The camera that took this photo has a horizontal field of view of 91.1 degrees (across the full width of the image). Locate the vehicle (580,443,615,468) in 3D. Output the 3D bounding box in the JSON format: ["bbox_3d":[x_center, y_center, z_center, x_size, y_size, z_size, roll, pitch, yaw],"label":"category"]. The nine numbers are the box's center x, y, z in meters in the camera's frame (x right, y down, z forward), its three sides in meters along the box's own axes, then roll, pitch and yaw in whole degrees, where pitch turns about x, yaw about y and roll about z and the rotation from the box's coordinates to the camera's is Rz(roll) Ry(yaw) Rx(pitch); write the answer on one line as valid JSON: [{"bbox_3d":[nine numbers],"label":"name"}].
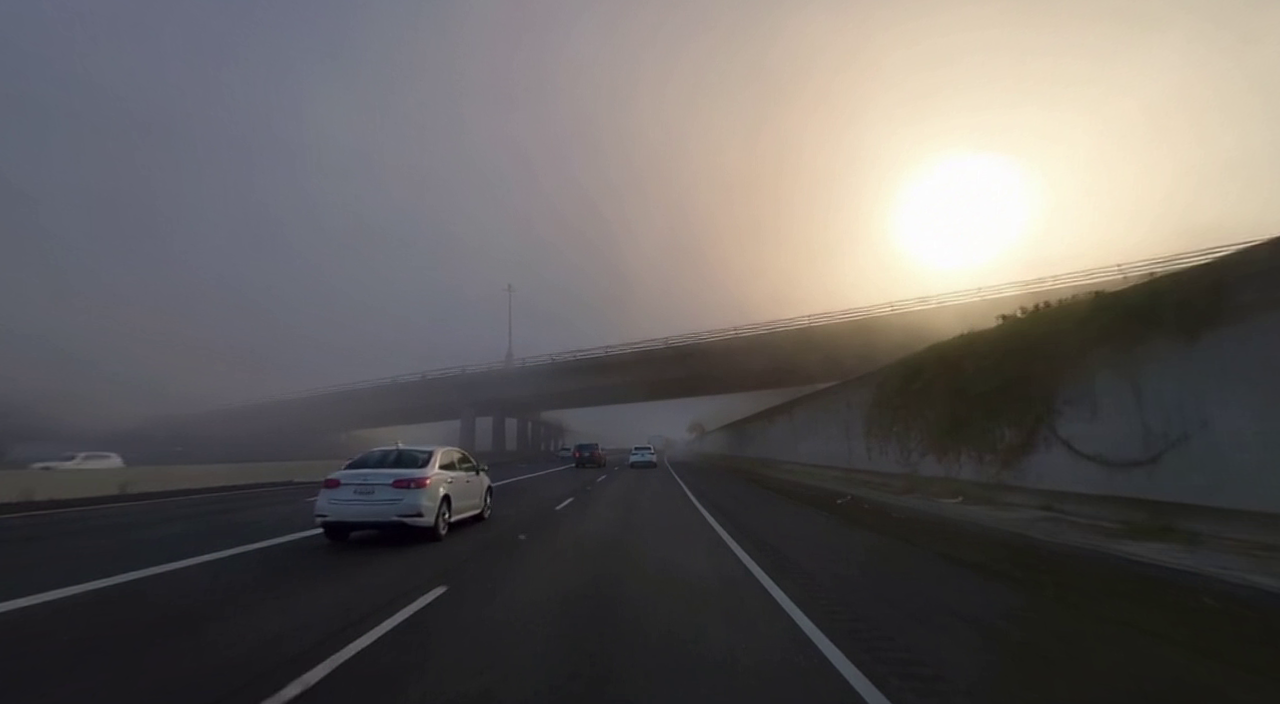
[{"bbox_3d":[-3.186,7.888,48.114,2.237,1.841,4.683,0,-8,1],"label":"vehicle"}]

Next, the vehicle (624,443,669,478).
[{"bbox_3d":[0.295,5.523,32.287,2.160,1.678,4.178,0,-8,0],"label":"vehicle"}]

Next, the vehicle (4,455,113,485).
[{"bbox_3d":[-32.282,6.533,35.041,1.859,1.490,4.356,0,-8,1],"label":"vehicle"}]

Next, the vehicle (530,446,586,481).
[{"bbox_3d":[-3.829,5.281,30.027,1.997,1.490,4.471,0,-8,1],"label":"vehicle"}]

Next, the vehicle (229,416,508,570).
[{"bbox_3d":[-3.616,1.956,9.545,2.161,1.759,4.482,0,-8,1],"label":"vehicle"}]
